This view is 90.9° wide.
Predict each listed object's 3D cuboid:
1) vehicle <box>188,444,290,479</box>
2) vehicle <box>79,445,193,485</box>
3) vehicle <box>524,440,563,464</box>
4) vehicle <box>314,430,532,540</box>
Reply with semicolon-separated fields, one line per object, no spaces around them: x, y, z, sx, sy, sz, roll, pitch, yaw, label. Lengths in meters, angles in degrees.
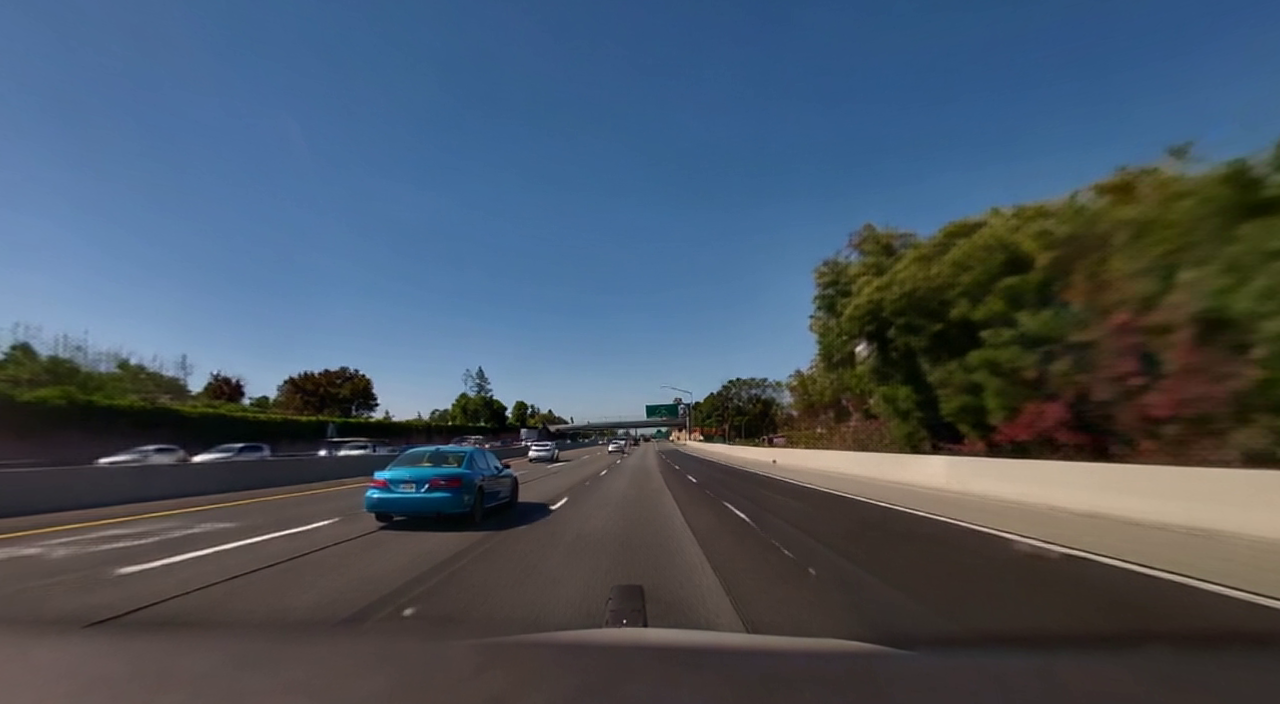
-21.019;5.744;33.391;2.038;1.683;4.989;0;-8;1;vehicle
-24.718;5.526;31.188;1.890;1.792;4.469;0;-8;0;vehicle
-7.096;7.388;46.799;2.118;1.675;4.395;0;-8;1;vehicle
-3.550;2.281;11.600;2.144;1.565;4.951;0;-8;1;vehicle
